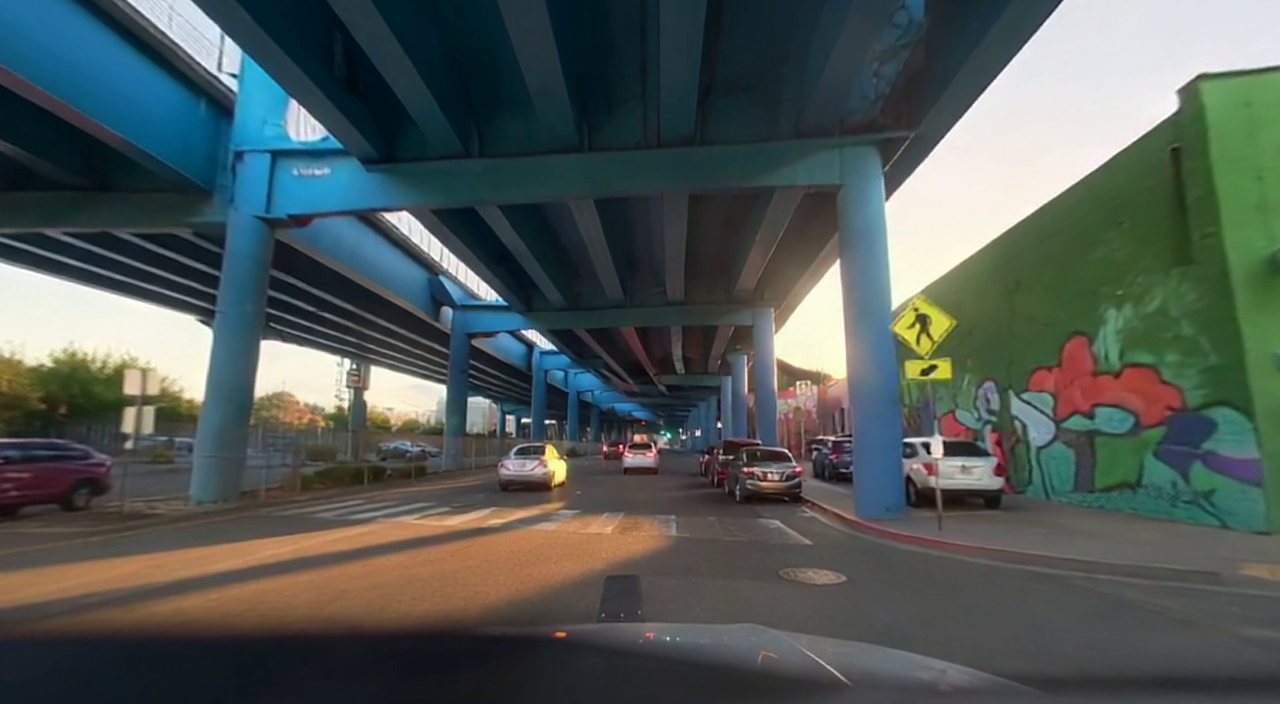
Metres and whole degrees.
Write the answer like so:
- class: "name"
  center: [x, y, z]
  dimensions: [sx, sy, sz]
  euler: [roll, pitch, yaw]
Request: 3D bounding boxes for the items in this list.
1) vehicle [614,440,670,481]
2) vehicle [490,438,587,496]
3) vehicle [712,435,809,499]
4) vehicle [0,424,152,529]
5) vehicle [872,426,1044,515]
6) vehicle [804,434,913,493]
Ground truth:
- class: "vehicle"
  center: [0.099, 4.486, 26.476]
  dimensions: [2.155, 1.571, 3.734]
  euler: [0, -8, 1]
- class: "vehicle"
  center: [-2.935, 3.441, 19.359]
  dimensions: [2.024, 1.533, 4.549]
  euler: [0, -8, 2]
- class: "vehicle"
  center: [3.279, 3.186, 18.041]
  dimensions: [1.983, 1.589, 4.010]
  euler: [0, -8, 0]
- class: "vehicle"
  center: [-11.920, 2.247, 11.481]
  dimensions: [2.056, 1.768, 4.986]
  euler: [0, -9, 0]
- class: "vehicle"
  center: [7.648, 2.838, 15.827]
  dimensions: [2.275, 1.834, 4.294]
  euler: [1, -7, 3]
- class: "vehicle"
  center: [7.790, 4.010, 23.181]
  dimensions: [2.175, 1.909, 4.953]
  euler: [0, -8, 0]
